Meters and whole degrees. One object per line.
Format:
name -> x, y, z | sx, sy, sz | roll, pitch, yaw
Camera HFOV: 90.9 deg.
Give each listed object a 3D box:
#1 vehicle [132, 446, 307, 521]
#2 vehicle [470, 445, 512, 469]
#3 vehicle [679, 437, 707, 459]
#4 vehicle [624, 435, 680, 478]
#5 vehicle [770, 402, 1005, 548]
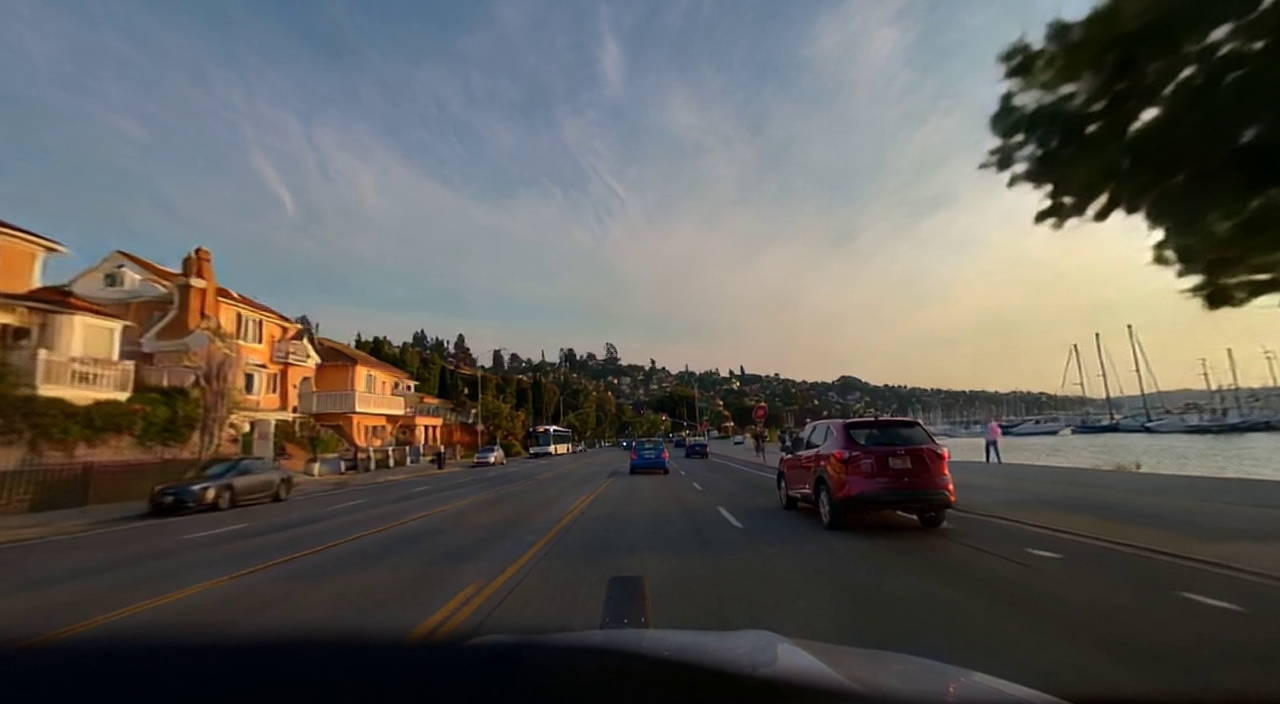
vehicle -> -10.341, 3.209, 15.924 | 1.701, 1.528, 3.881 | -1, -7, 1
vehicle -> -10.105, 7.120, 42.922 | 1.731, 1.489, 3.841 | -1, -8, 3
vehicle -> 4.120, 7.576, 49.594 | 1.876, 1.626, 3.851 | 0, -8, 0
vehicle -> 0.462, 4.269, 26.003 | 2.132, 1.632, 3.838 | 0, -8, 0
vehicle -> 3.589, 1.877, 10.223 | 2.000, 1.809, 4.405 | 0, -8, 0
